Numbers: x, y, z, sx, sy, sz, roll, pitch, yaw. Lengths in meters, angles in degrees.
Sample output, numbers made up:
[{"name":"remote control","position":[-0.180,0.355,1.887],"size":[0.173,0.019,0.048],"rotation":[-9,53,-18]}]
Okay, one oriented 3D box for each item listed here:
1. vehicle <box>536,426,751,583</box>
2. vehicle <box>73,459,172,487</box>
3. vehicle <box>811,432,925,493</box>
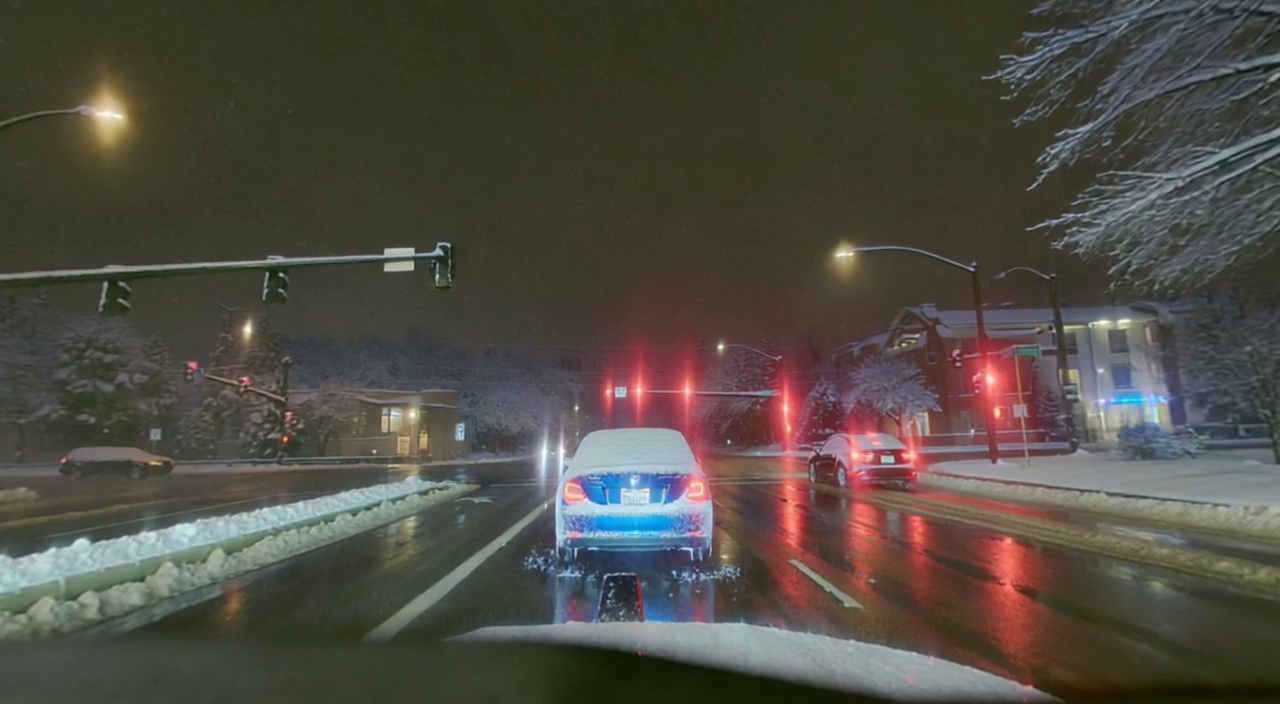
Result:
[{"name":"vehicle","position":[-0.022,1.783,8.267],"size":[2.070,1.488,4.206],"rotation":[0,-8,-2]},{"name":"vehicle","position":[-32.399,7.561,39.644],"size":[4.401,1.625,1.863],"rotation":[0,-8,-4]},{"name":"vehicle","position":[7.049,3.440,20.061],"size":[2.039,1.692,4.319],"rotation":[0,-8,1]}]
